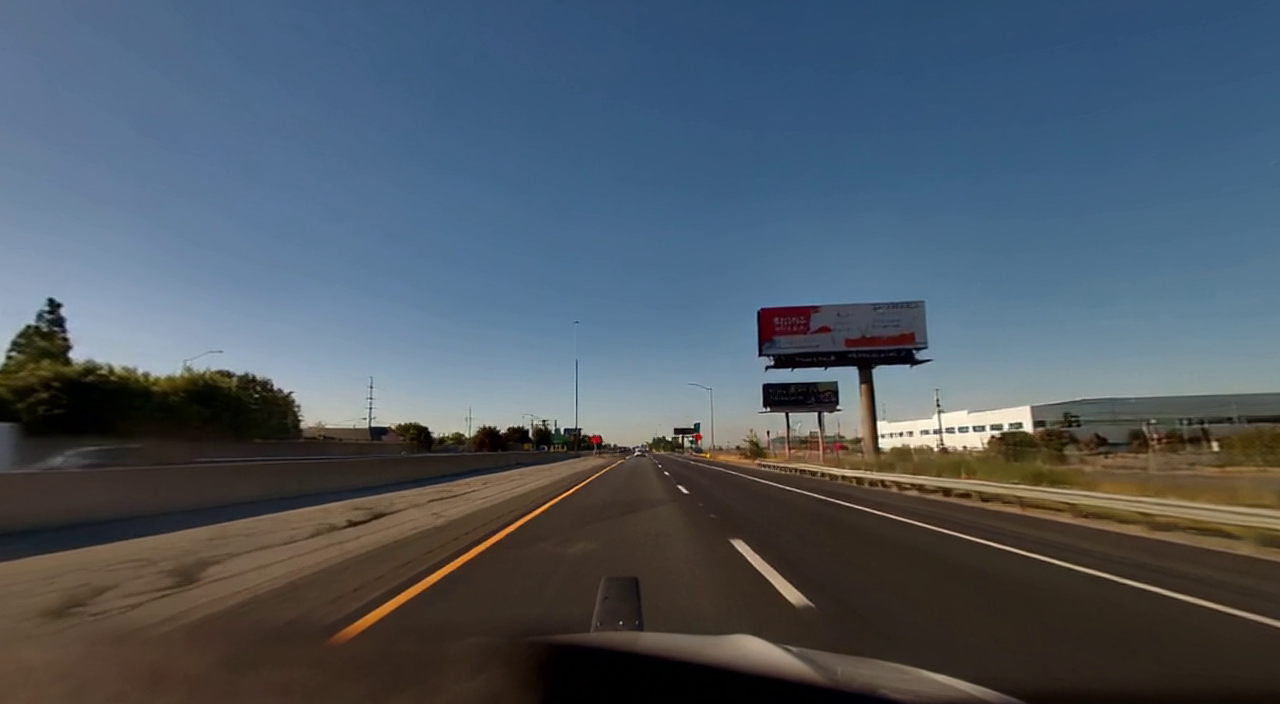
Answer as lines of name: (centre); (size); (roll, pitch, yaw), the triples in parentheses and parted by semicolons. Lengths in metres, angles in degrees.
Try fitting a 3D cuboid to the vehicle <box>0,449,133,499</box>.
vehicle: (-21.515, 4.436, 23.286); (1.882, 1.601, 4.242); (-1, -9, 1)
